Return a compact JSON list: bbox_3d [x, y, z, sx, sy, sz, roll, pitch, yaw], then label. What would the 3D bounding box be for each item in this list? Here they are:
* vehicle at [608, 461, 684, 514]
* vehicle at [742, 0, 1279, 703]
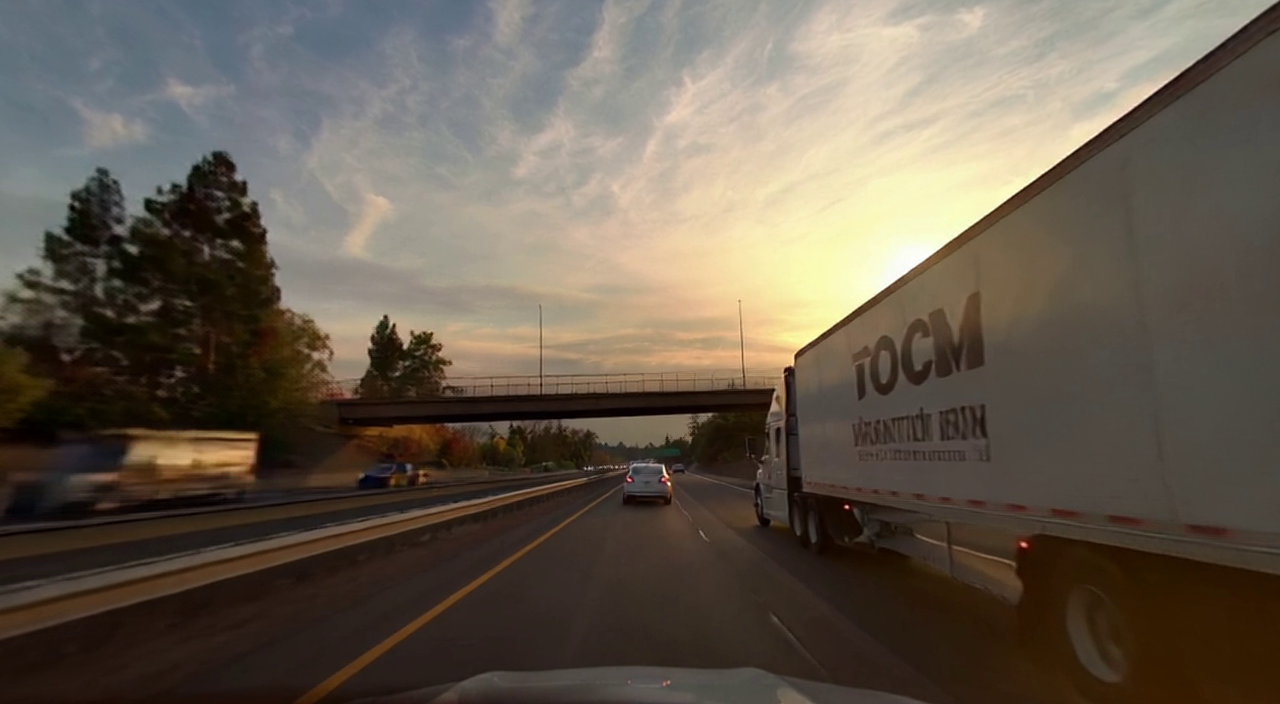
[{"bbox_3d":[0.212,4.203,19.761,2.156,1.444,3.762,1,-10,1],"label":"vehicle"},{"bbox_3d":[4.396,1.270,9.585,2.964,4.188,16.587,1,-10,0],"label":"vehicle"}]
